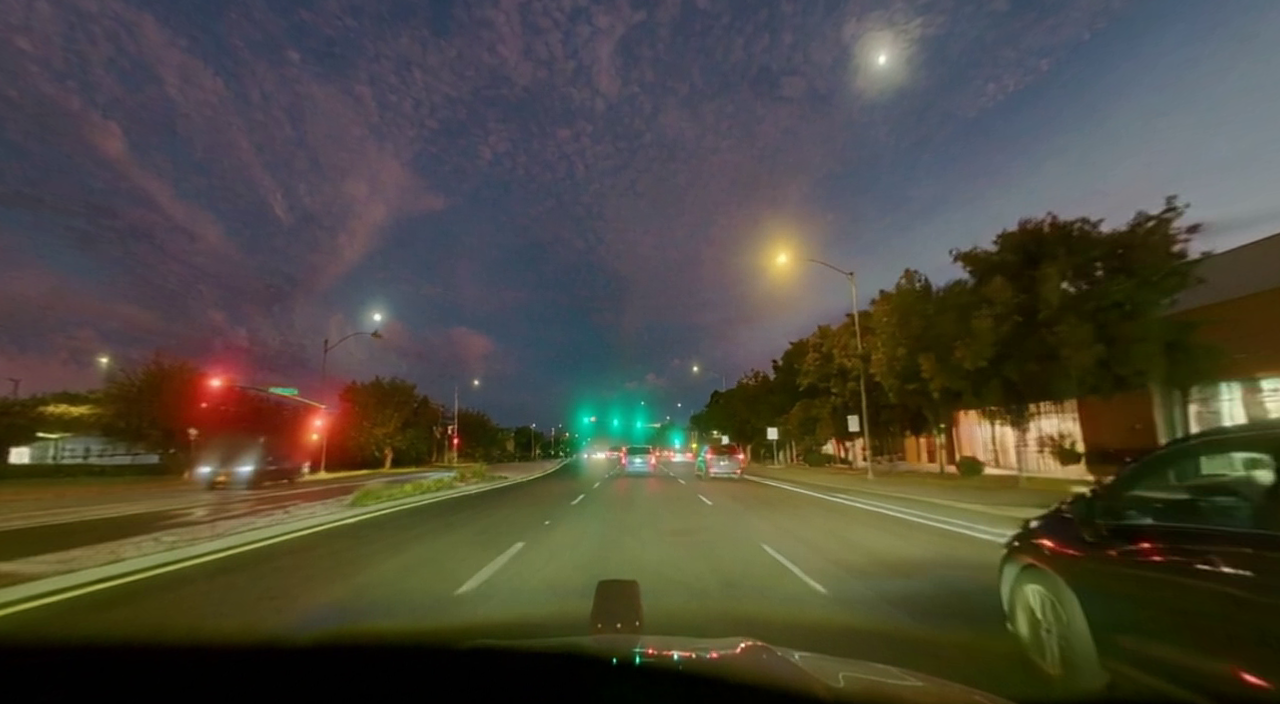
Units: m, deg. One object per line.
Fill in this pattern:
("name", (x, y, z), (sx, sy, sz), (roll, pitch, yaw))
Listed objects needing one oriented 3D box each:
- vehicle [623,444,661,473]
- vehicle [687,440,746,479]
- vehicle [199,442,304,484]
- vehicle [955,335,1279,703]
("vehicle", (0.079, 6.042, 36.160), (2.023, 1.532, 3.891), (0, -9, -1))
("vehicle", (3.446, 4.935, 29.233), (2.085, 1.668, 4.077), (0, -9, -2))
("vehicle", (-18.083, 5.174, 29.708), (2.069, 1.776, 4.543), (0, -9, -1))
("vehicle", (3.067, 0.763, 1.872), (1.969, 1.682, 4.387), (0, -9, 0))
